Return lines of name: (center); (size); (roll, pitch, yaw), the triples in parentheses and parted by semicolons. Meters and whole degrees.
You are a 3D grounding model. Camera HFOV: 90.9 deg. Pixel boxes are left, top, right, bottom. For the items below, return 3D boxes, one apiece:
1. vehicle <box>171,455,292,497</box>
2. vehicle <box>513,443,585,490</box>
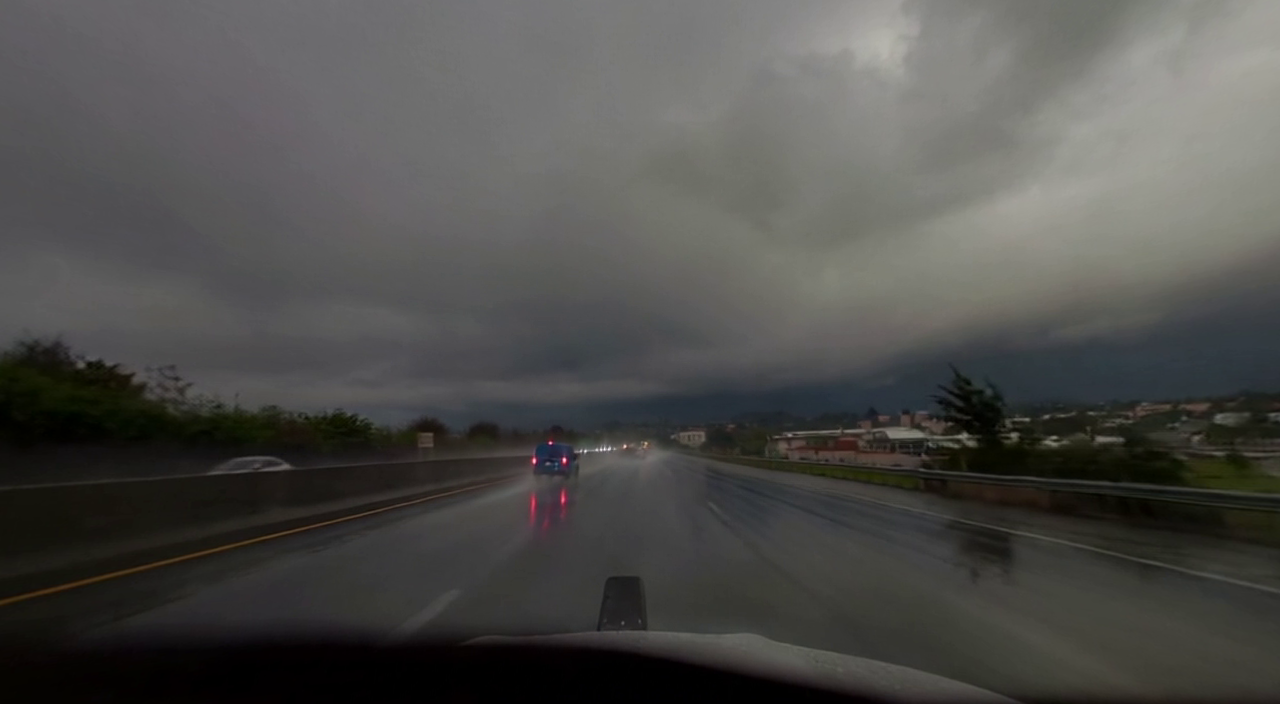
vehicle: (-16.222, 4.929, 25.348); (1.933, 1.477, 4.382); (0, -9, 0)
vehicle: (-3.247, 4.199, 23.300); (1.965, 1.556, 3.971); (-1, -9, 1)
